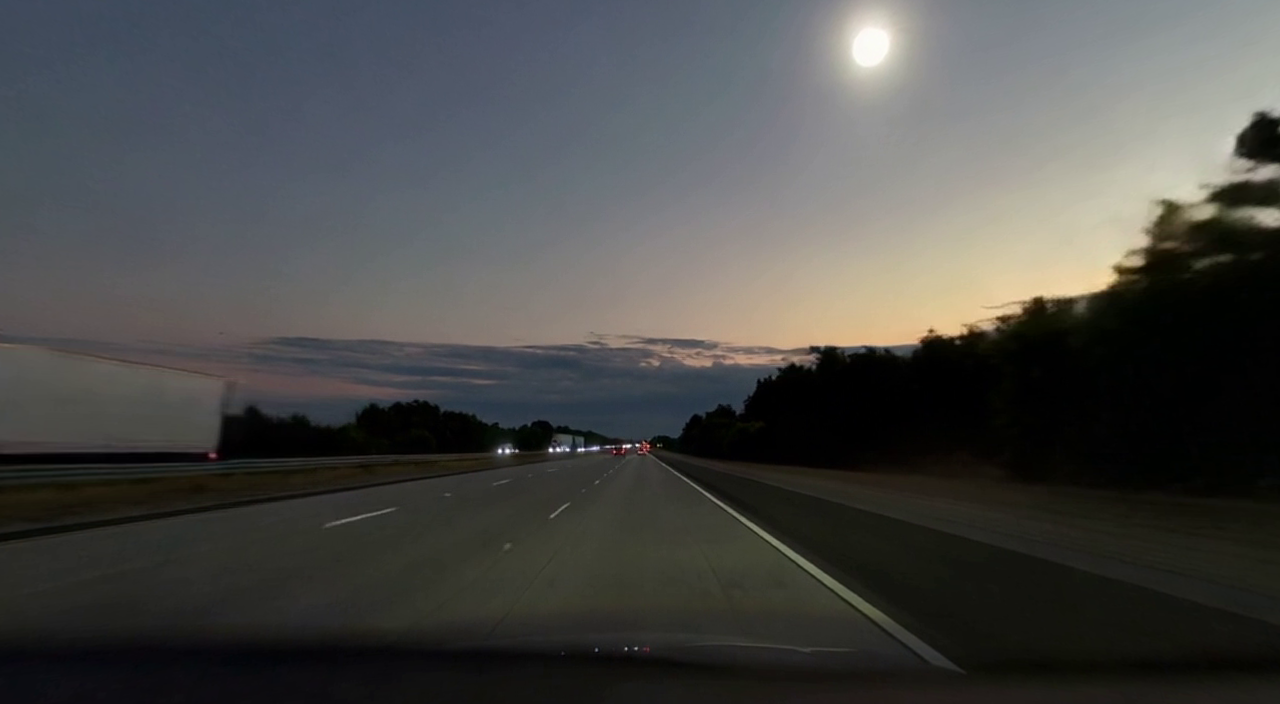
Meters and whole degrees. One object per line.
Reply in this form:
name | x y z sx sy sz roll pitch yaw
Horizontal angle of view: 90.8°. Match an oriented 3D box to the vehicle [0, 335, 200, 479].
vehicle | -18.893 1.577 17.637 2.948 3.895 14.360 0 -9 0
